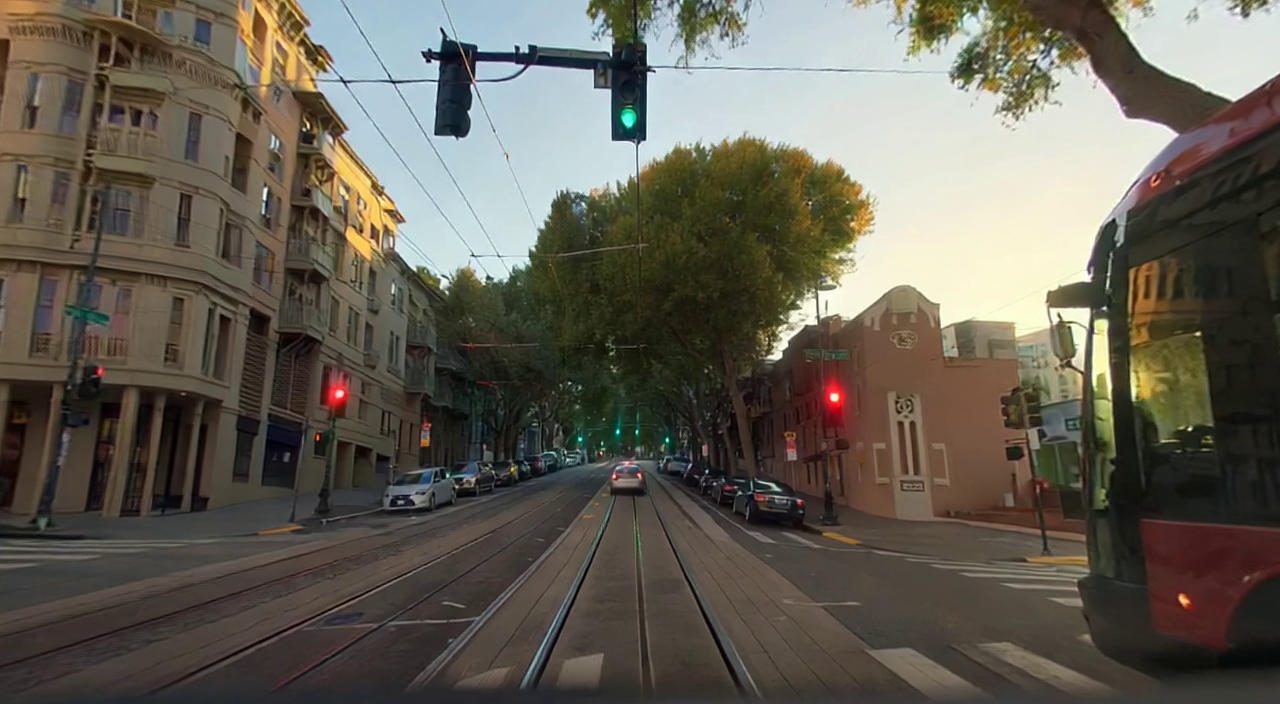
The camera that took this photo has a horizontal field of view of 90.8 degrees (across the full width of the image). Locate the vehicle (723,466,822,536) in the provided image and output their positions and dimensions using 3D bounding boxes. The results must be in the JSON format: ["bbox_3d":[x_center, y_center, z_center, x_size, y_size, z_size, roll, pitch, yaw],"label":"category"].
[{"bbox_3d":[3.846,4.389,19.124,1.929,1.723,4.134,0,-8,-2],"label":"vehicle"}]

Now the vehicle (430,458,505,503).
[{"bbox_3d":[-7.426,5.577,27.712,1.861,1.751,4.550,1,-10,2],"label":"vehicle"}]

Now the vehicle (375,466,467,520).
[{"bbox_3d":[-7.435,4.796,21.864,1.779,1.588,3.953,2,-10,-1],"label":"vehicle"}]

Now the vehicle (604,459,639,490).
[{"bbox_3d":[-1.036,7.171,37.235,1.966,1.600,3.494,0,-8,-1],"label":"vehicle"}]
